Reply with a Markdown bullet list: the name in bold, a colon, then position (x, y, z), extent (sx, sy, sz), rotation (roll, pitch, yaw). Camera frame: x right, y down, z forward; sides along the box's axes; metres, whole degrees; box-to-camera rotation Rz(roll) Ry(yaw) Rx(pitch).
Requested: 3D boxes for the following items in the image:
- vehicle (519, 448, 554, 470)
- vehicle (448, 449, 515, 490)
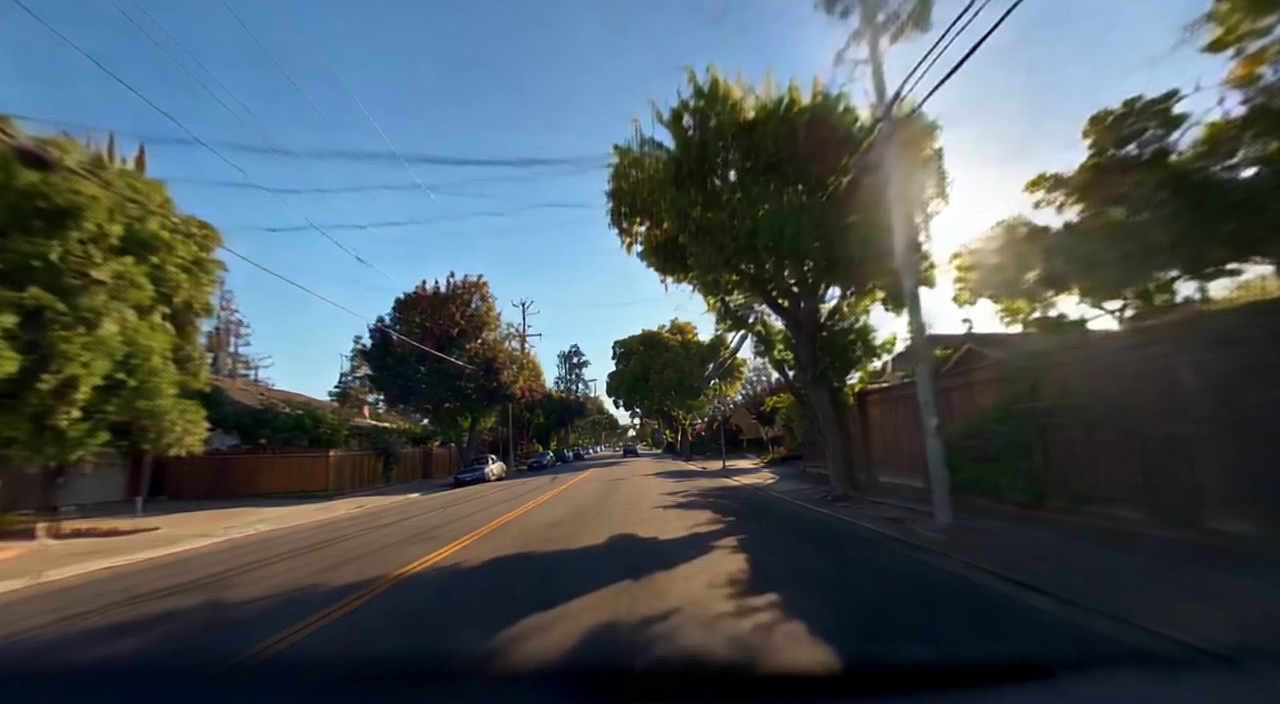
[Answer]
- **vehicle**: position (-7.746, 8.015, 47.449), extent (1.949, 1.512, 3.818), rotation (0, -8, 0)
- **vehicle**: position (-7.261, 5.390, 29.382), extent (1.869, 1.442, 4.344), rotation (-9, -8, -1)
